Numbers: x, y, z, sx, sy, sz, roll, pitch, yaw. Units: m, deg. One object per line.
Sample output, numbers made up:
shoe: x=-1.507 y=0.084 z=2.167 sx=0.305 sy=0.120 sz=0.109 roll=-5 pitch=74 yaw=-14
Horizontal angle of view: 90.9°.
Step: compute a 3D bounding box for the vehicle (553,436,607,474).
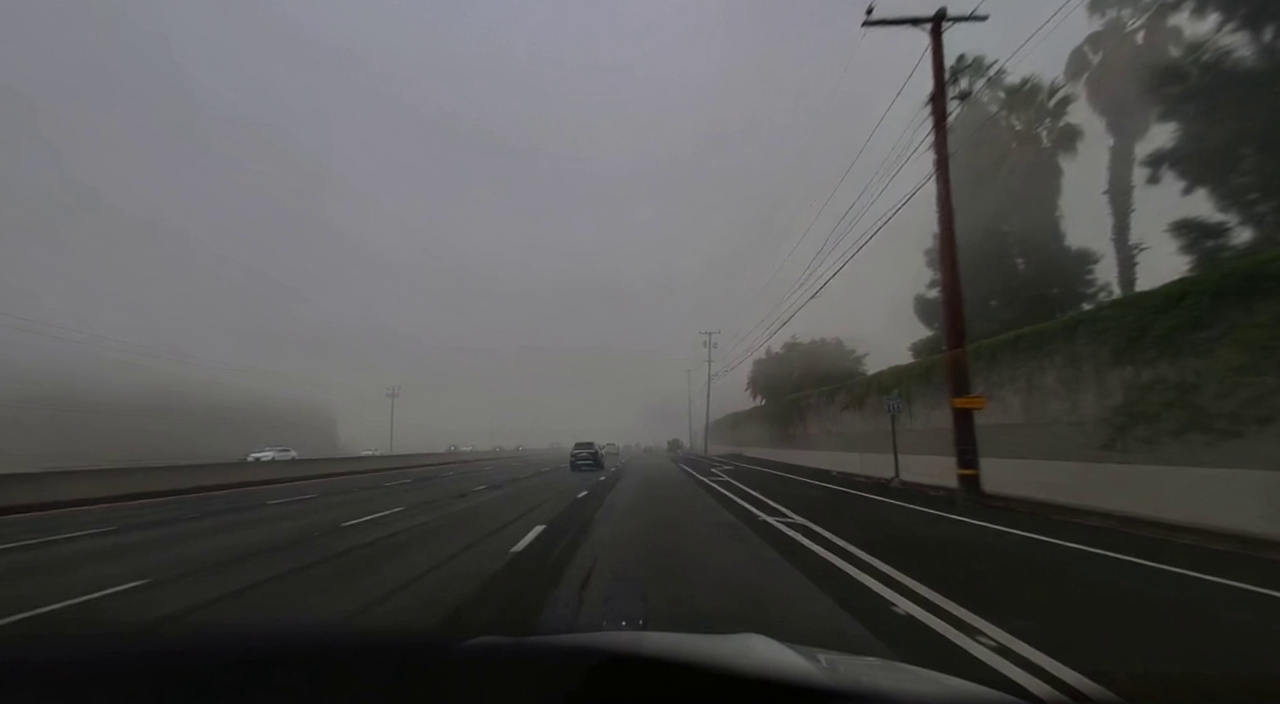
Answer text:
vehicle: x=-2.699 y=4.747 z=29.334 sx=2.029 sy=1.609 sz=3.935 roll=0 pitch=-8 yaw=2
